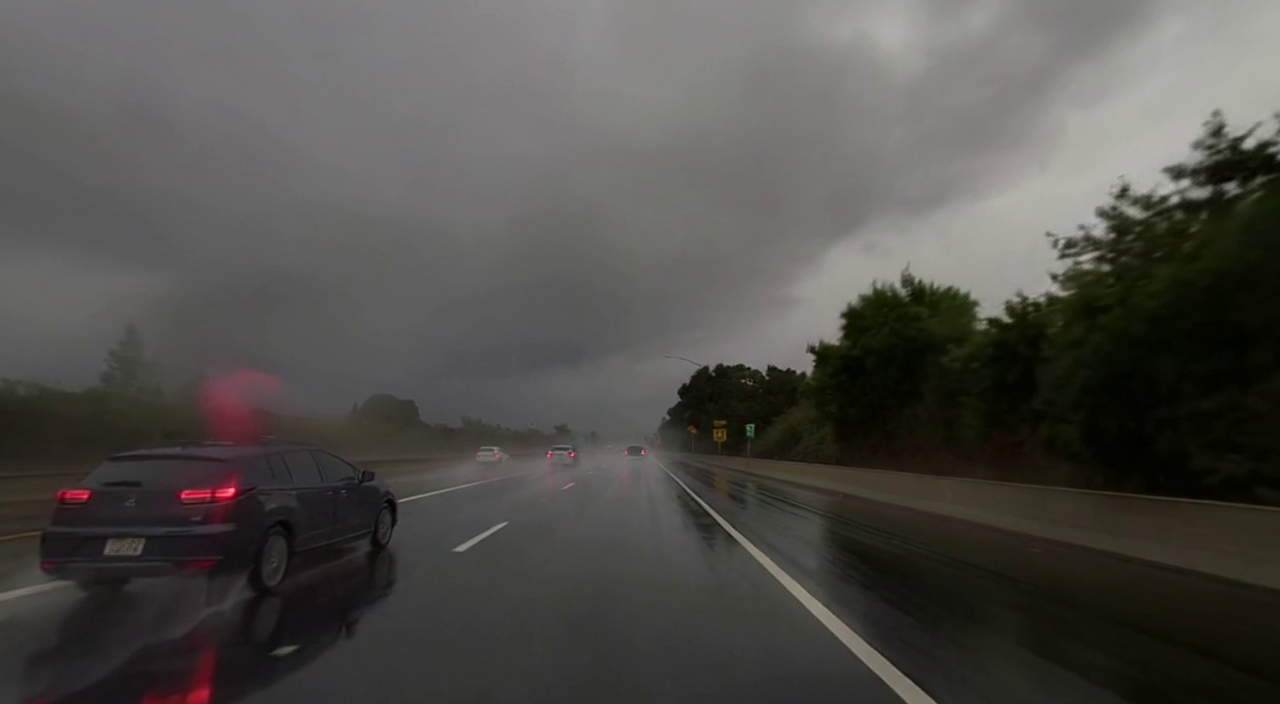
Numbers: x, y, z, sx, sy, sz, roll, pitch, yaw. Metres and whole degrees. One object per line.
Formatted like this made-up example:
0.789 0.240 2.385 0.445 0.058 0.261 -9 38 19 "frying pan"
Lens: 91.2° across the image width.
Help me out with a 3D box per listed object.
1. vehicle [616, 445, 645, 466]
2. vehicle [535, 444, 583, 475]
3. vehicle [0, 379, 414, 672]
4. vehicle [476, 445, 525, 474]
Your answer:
-0.698 7.689 46.747 2.023 1.479 3.718 0 -9 0 "vehicle"
-4.149 5.571 32.711 1.988 1.477 4.118 0 -9 0 "vehicle"
-4.123 1.414 6.194 2.074 1.779 4.588 0 -9 0 "vehicle"
-7.874 6.083 35.715 1.936 1.516 3.904 0 -9 0 "vehicle"
